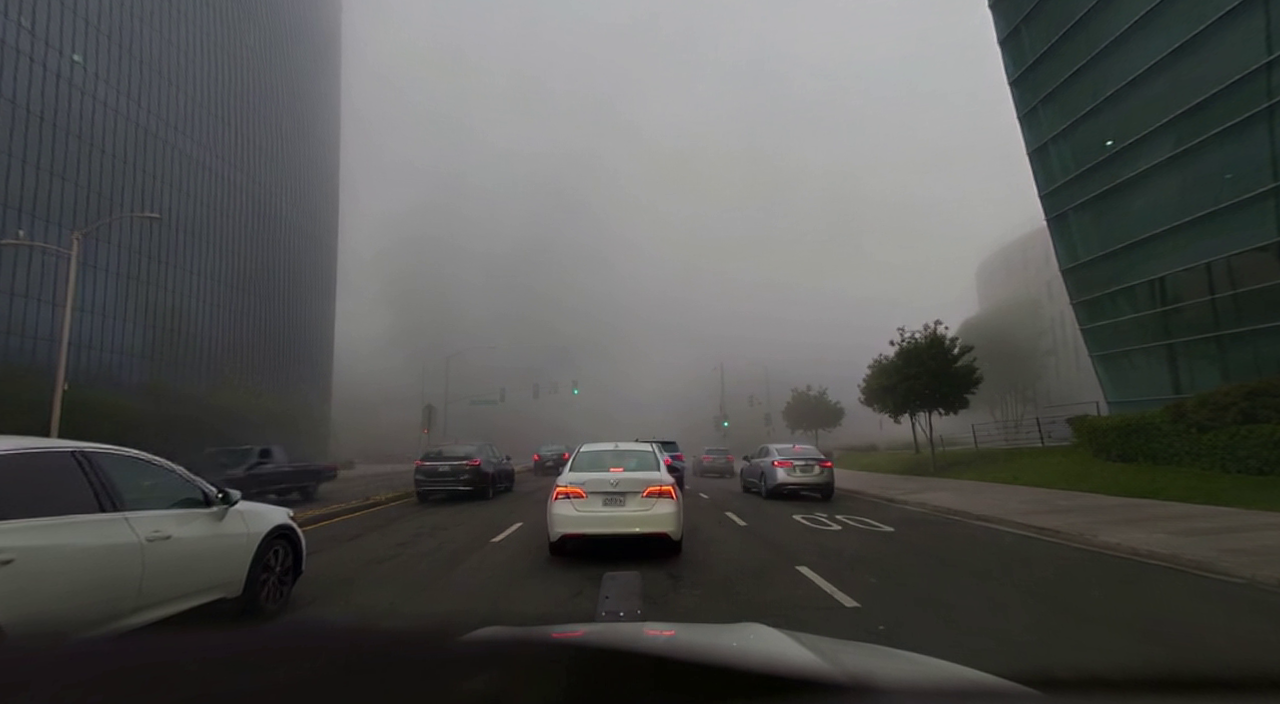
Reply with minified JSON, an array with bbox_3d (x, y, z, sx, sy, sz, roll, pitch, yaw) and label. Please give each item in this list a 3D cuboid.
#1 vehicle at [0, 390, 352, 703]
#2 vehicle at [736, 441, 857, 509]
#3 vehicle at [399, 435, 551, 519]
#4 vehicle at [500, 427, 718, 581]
[{"bbox_3d":[-3.555,1.071,3.550,1.933,1.520,4.195,0,-9,-1],"label":"vehicle"},{"bbox_3d":[3.839,3.078,16.255,1.940,1.514,4.187,0,-9,-1],"label":"vehicle"},{"bbox_3d":[-3.341,2.632,13.820,2.044,1.508,4.479,0,-9,1],"label":"vehicle"},{"bbox_3d":[-0.247,1.848,8.529,2.174,1.509,4.374,0,-9,2],"label":"vehicle"}]
